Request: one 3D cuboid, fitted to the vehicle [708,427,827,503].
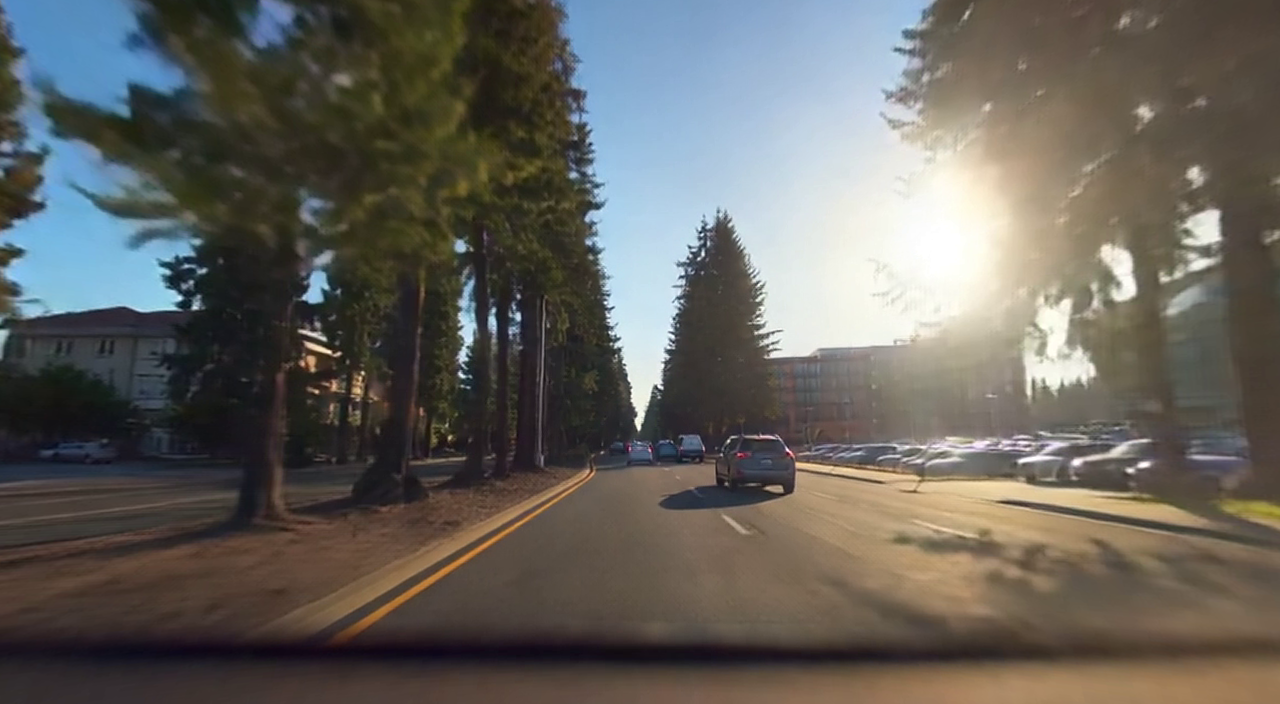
[{"bbox_3d":[3.326,3.085,17.670,2.235,1.806,4.818,0,-9,-1],"label":"vehicle"}]

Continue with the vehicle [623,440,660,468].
[{"bbox_3d":[0.054,6.277,39.002,2.145,1.572,4.021,0,-9,-1],"label":"vehicle"}]

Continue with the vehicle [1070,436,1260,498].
[{"bbox_3d":[15.994,3.516,19.660,1.812,1.687,4.579,1,-9,-3],"label":"vehicle"}]

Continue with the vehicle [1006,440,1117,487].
[{"bbox_3d":[16.412,4.323,24.898,1.914,1.644,4.378,-2,-8,10],"label":"vehicle"}]

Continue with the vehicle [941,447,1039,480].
[{"bbox_3d":[17.368,5.499,31.419,3.958,1.524,2.061,3,-10,-20],"label":"vehicle"}]

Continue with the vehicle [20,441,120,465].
[{"bbox_3d":[-37.097,6.584,41.209,4.555,1.470,1.937,0,-9,-1],"label":"vehicle"}]
